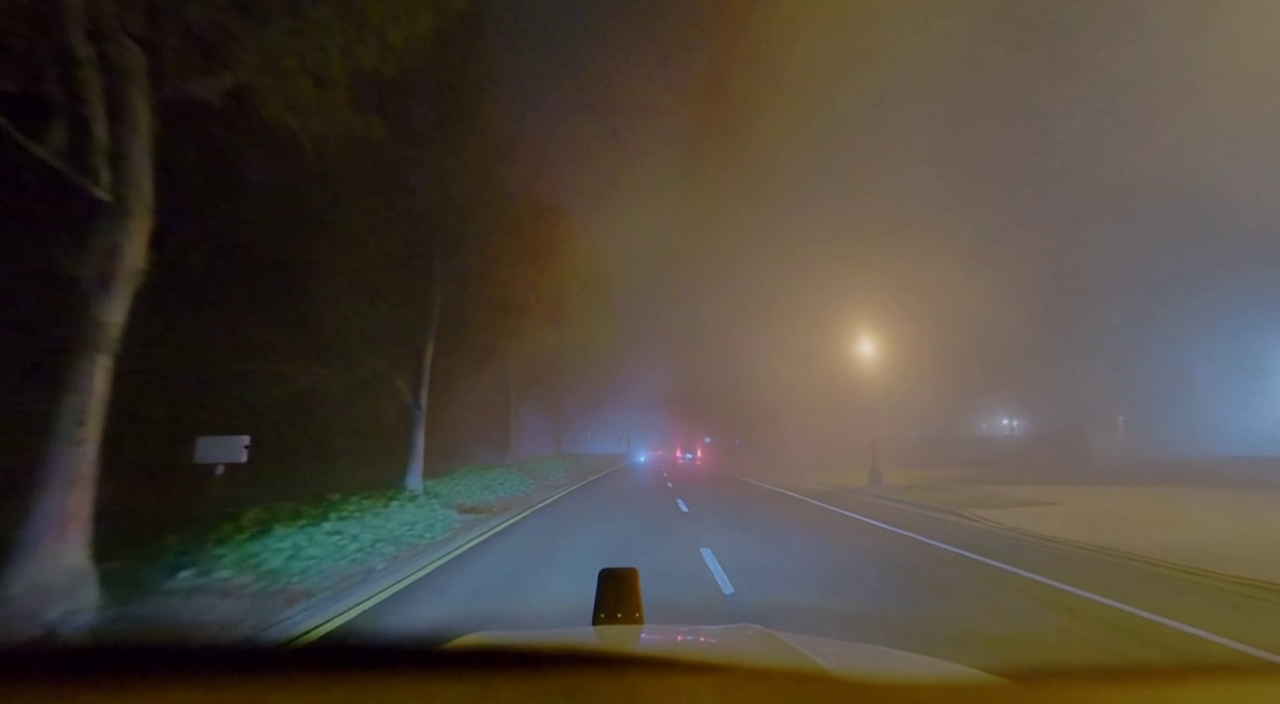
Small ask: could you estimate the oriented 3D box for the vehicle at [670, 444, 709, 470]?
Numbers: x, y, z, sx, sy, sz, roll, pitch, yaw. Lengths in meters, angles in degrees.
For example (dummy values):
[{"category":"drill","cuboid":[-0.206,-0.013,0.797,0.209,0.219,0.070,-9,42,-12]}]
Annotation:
[{"category":"vehicle","cuboid":[3.021,6.514,39.288,2.044,1.537,4.528,0,-8,0]}]
